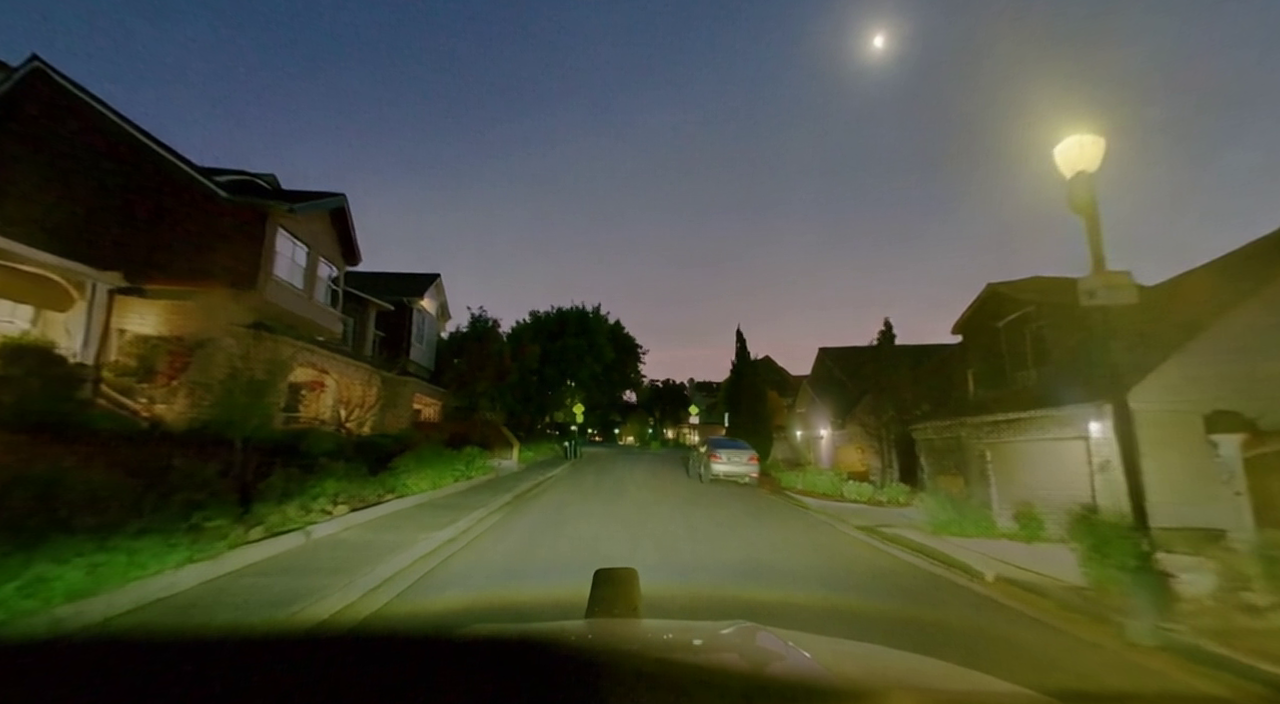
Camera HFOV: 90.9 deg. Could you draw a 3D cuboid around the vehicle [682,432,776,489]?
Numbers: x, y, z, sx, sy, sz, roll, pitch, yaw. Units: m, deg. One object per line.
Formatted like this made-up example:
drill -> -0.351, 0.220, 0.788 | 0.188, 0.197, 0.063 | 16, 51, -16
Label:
vehicle -> 2.512, 3.155, 18.779 | 1.955, 1.498, 4.046 | 0, -8, -4
